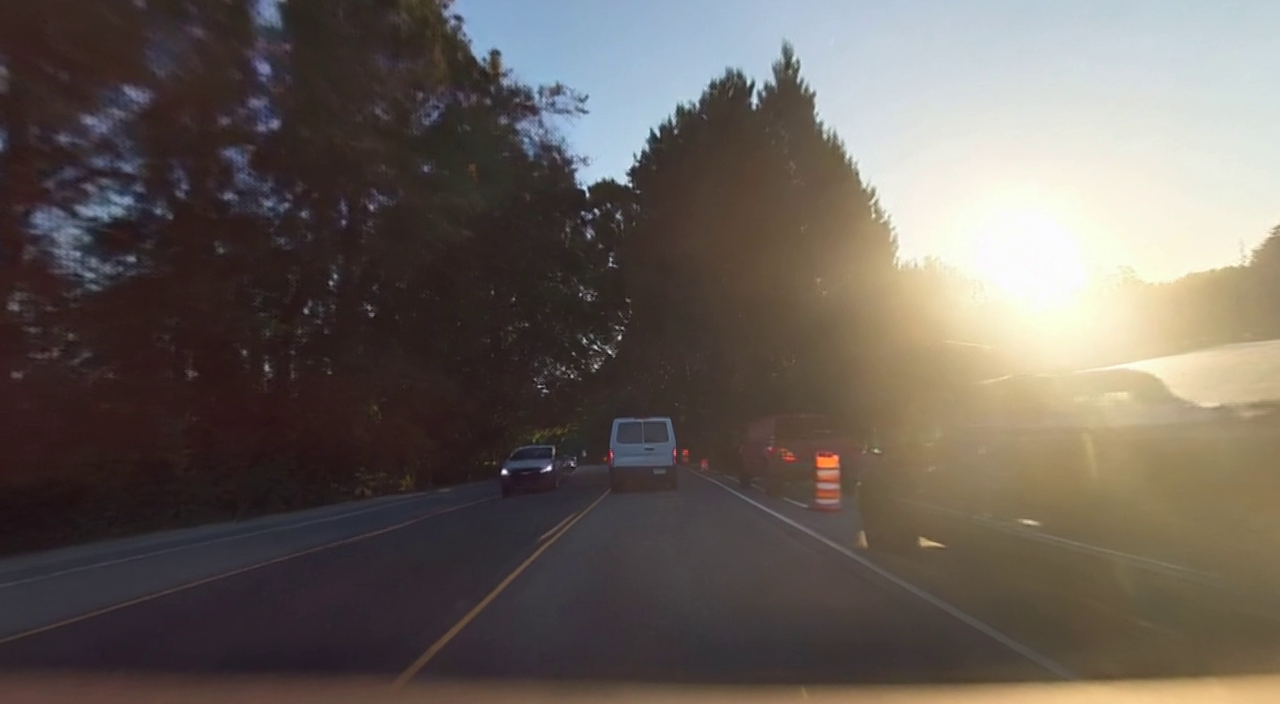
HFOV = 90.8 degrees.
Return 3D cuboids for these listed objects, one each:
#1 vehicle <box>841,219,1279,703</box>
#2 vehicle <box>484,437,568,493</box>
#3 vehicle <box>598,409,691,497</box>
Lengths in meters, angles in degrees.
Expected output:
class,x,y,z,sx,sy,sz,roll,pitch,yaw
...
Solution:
class,x,y,z,sx,sy,sz,roll,pitch,yaw
vehicle,3.824,0.837,4.203,2.833,2.033,7.668,0,-8,3
vehicle,-4.078,4.157,23.613,2.230,1.842,5.014,0,-8,0
vehicle,0.221,2.945,18.681,2.362,2.247,4.892,0,-8,3
